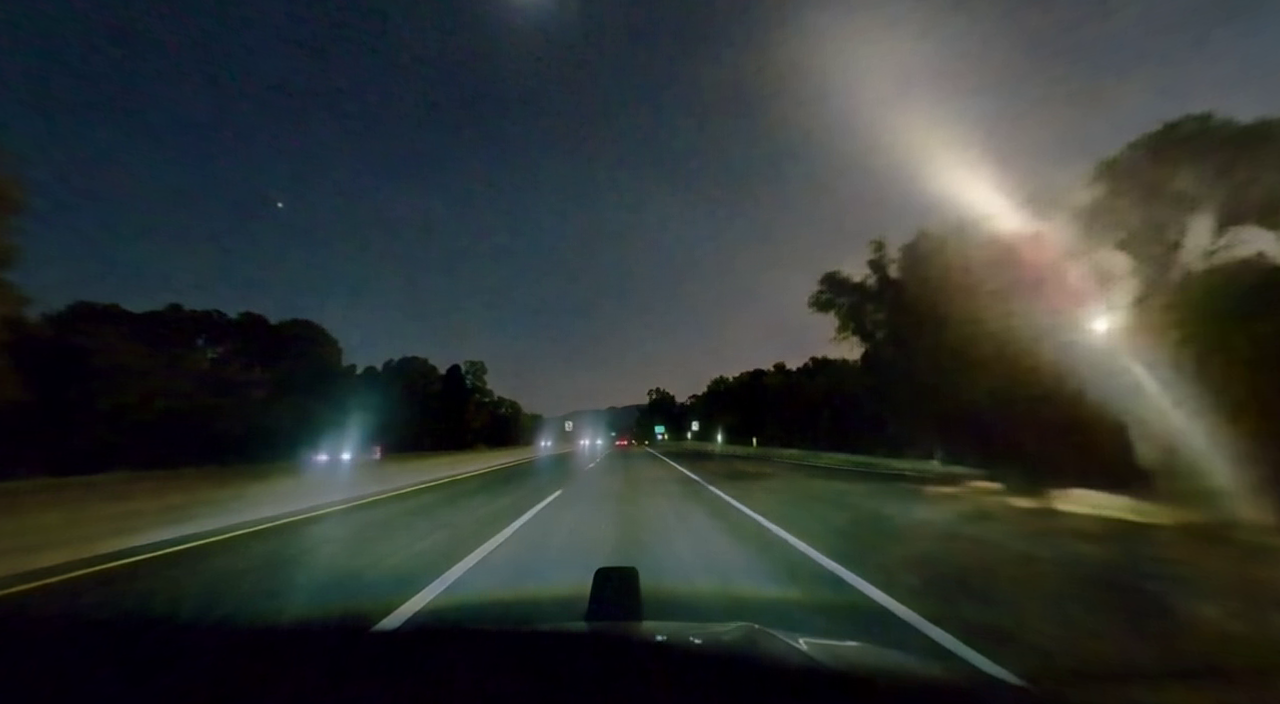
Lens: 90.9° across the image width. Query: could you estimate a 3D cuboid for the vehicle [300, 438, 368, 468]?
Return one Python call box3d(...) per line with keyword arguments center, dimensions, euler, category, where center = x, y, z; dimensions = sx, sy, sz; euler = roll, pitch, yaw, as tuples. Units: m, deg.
box3d(center=(-17.138, 5.637, 35.491), dimensions=(1.857, 1.583, 4.008), euler=(0, -8, -1), category="vehicle")
